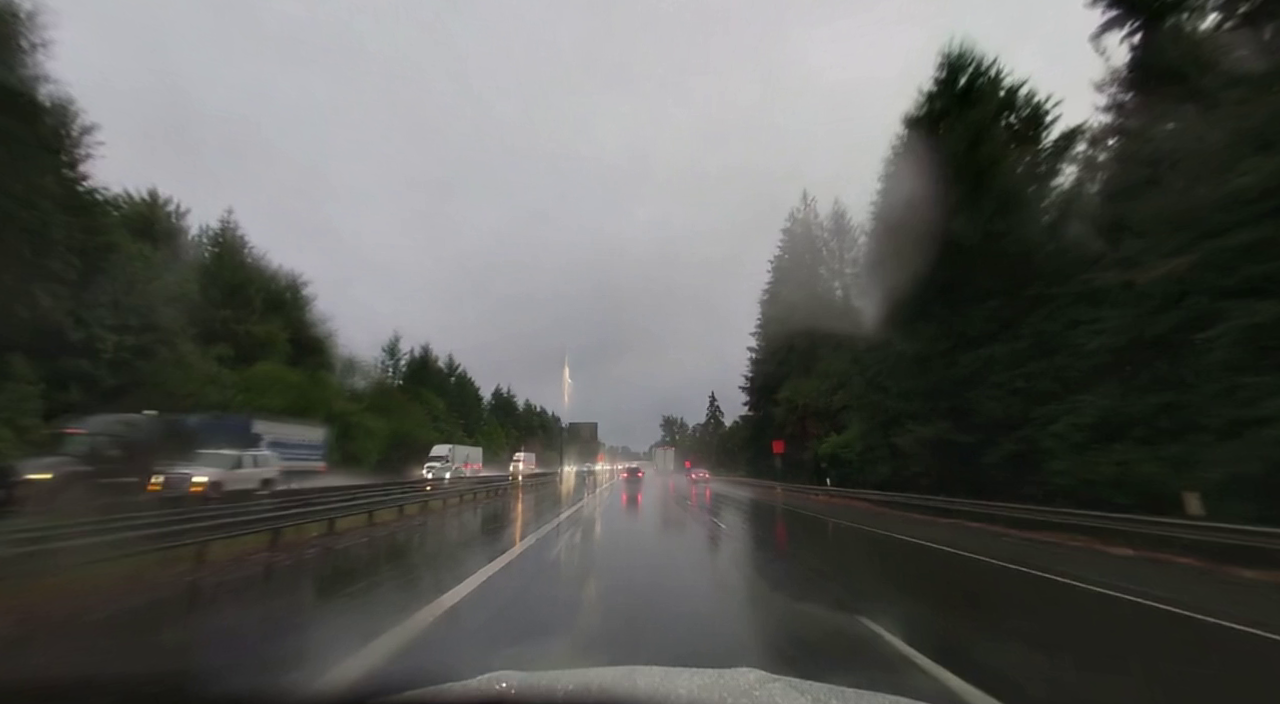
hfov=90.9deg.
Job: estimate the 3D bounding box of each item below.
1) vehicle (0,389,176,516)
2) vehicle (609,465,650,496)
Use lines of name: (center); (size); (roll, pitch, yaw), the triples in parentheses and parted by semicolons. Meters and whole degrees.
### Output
vehicle: (-20.041, 3.542, 22.014); (3.080, 3.824, 5.623); (1, -10, -1)
vehicle: (-0.544, 6.702, 33.046); (2.010, 1.436, 3.973); (1, -10, -1)
